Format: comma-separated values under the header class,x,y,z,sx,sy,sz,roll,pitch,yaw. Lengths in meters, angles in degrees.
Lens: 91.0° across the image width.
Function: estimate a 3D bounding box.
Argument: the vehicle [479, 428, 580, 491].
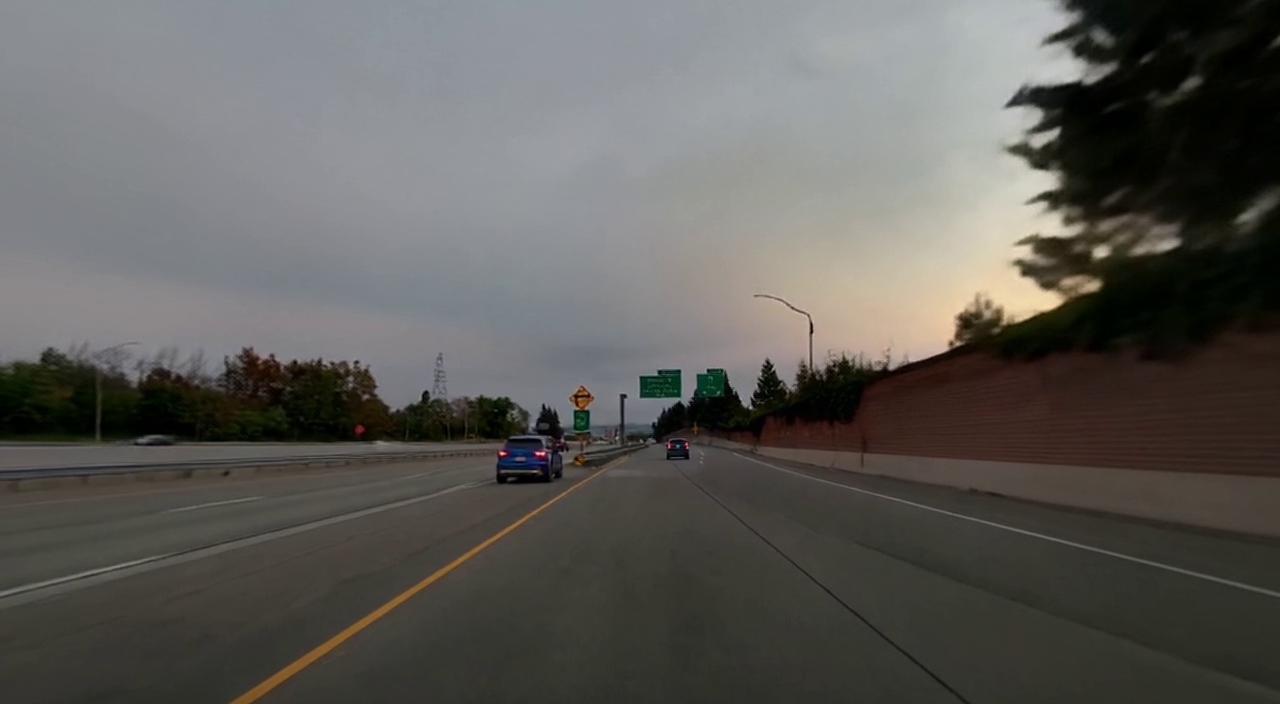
class,x,y,z,sx,sy,sz,roll,pitch,yaw
vehicle,-3.282,3.333,19.830,2.151,1.707,4.759,0,-9,2
